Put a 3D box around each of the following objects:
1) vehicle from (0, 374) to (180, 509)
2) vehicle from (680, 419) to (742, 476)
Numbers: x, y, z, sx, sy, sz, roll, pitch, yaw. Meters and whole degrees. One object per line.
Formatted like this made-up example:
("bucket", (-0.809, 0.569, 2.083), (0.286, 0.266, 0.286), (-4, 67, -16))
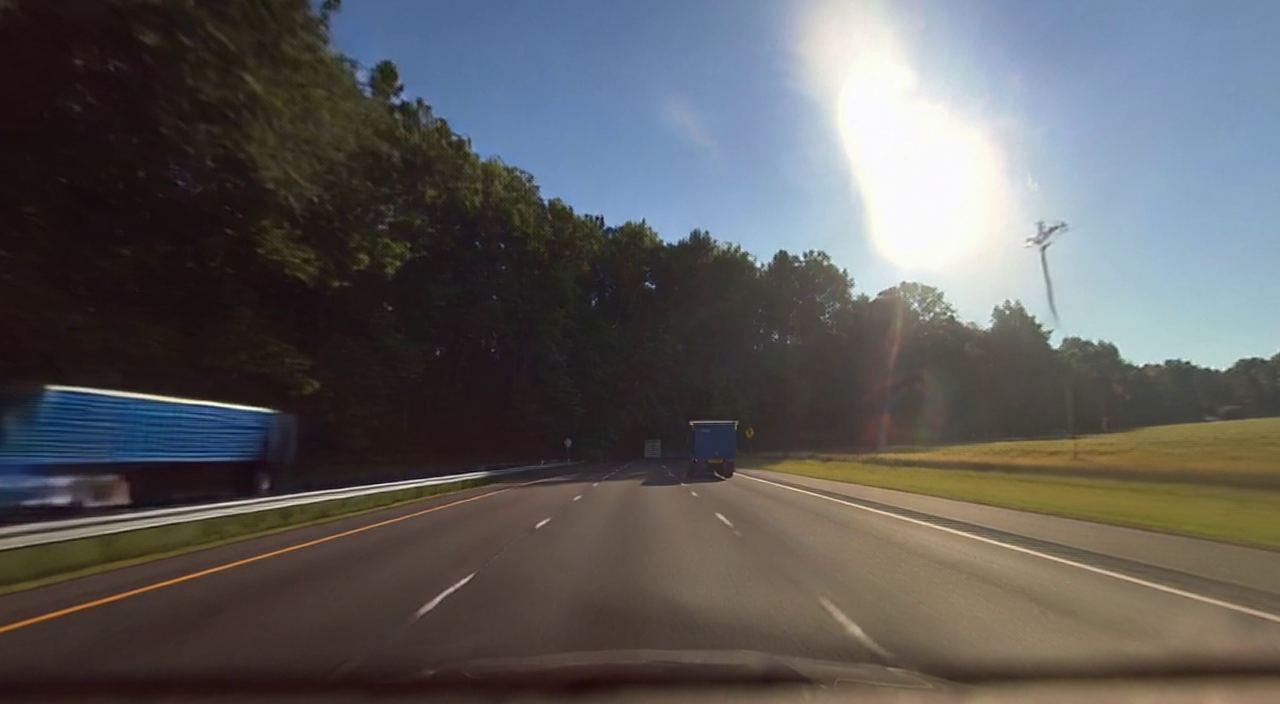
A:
("vehicle", (-18.573, 2.885, 20.141), (3.021, 3.652, 5.902), (0, -9, 0))
("vehicle", (3.712, 5.221, 34.439), (2.572, 2.795, 5.978), (0, -9, -1))
